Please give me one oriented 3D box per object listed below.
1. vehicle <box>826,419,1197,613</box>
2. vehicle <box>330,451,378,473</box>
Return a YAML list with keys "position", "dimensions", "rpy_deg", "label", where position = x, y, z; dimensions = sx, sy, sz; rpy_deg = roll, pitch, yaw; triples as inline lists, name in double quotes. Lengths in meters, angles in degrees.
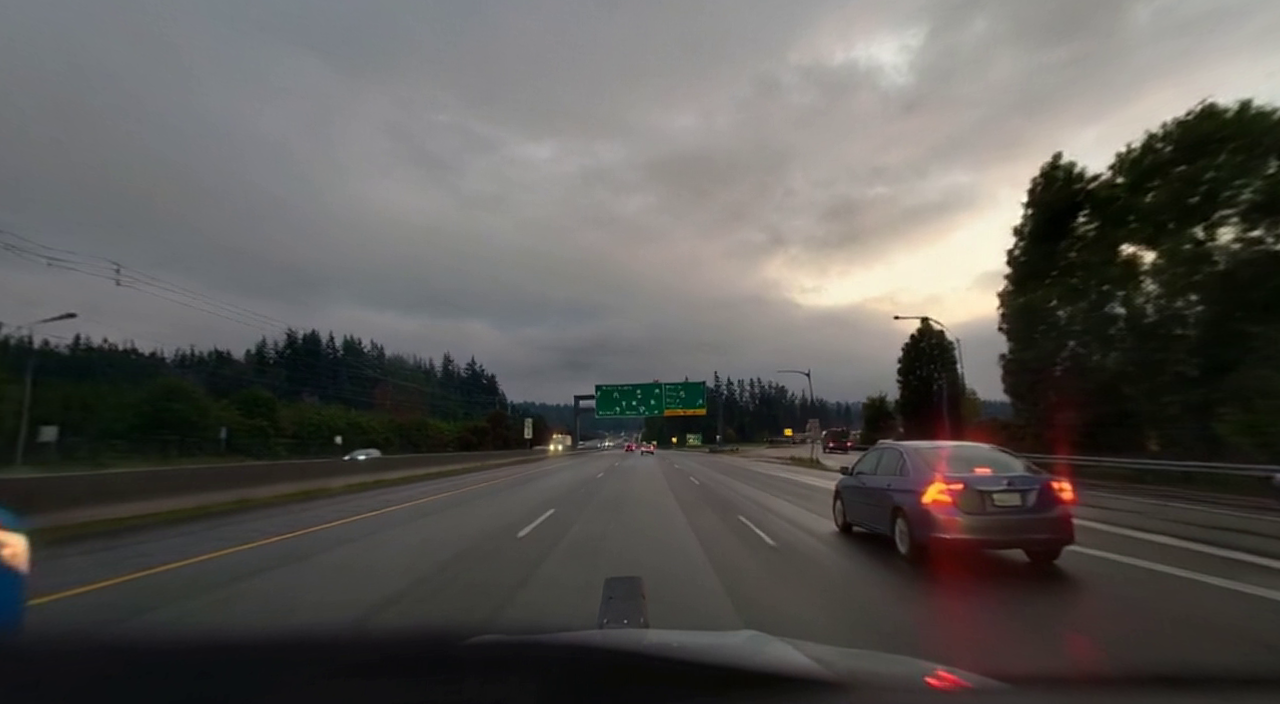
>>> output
- position: [3.702, 1.667, 7.302]
  dimensions: [1.909, 1.599, 3.943]
  rpy_deg: [0, -8, 1]
  label: "vehicle"
- position: [-22.657, 8.703, 49.957]
  dimensions: [1.818, 1.545, 4.256]
  rpy_deg: [0, -8, 0]
  label: "vehicle"
